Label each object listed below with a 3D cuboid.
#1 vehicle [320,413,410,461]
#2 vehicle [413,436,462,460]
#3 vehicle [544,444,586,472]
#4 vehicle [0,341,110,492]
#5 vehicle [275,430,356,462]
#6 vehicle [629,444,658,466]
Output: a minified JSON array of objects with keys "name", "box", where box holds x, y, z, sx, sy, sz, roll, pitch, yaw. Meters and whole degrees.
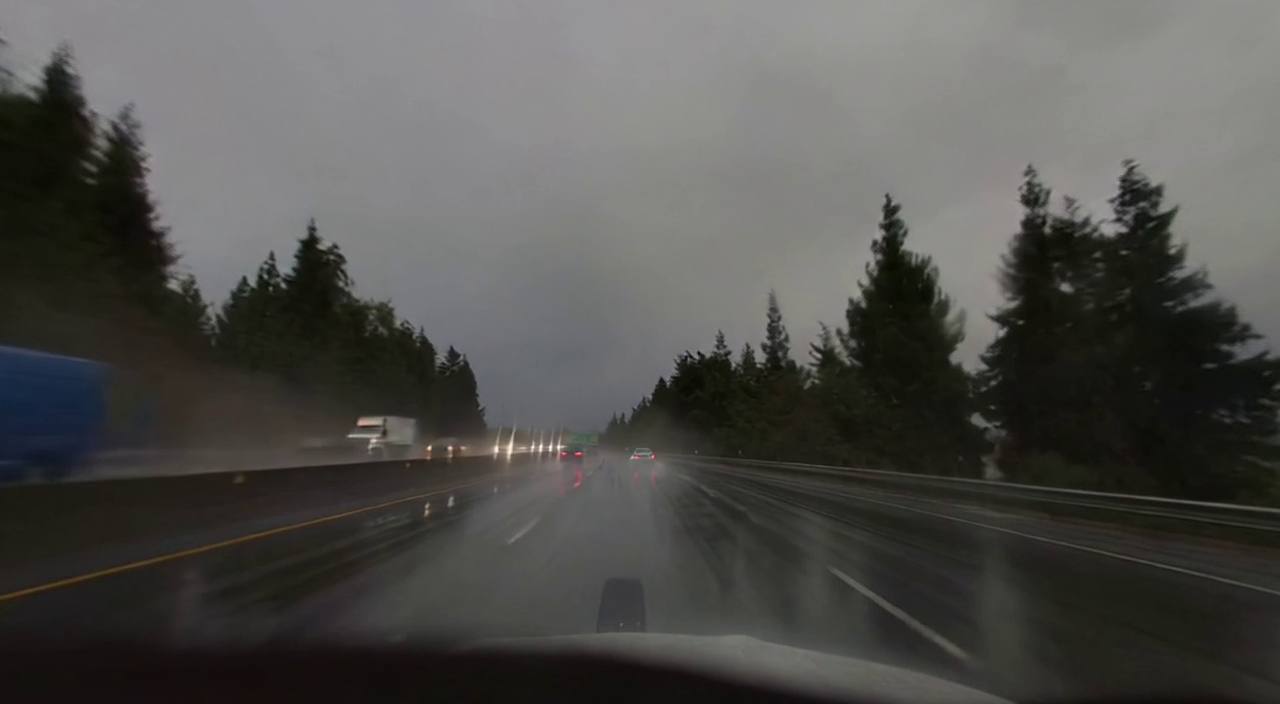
[{"name":"vehicle","box":[-17.586,5.569,40.884,2.719,2.778,7.156,0,-9,-1]},{"name":"vehicle","box":[-13.317,6.380,41.778,1.967,1.497,3.979,0,-9,-1]},{"name":"vehicle","box":[-4.395,6.252,37.487,2.054,1.500,4.469,0,-9,-1]},{"name":"vehicle","box":[-12.984,1.008,10.415,2.316,2.749,7.020,0,-9,0]},{"name":"vehicle","box":[-17.331,5.052,33.974,2.017,1.604,4.530,0,-9,-1]},{"name":"vehicle","box":[0.202,7.626,46.832,2.008,1.499,3.192,0,-9,-2]}]
